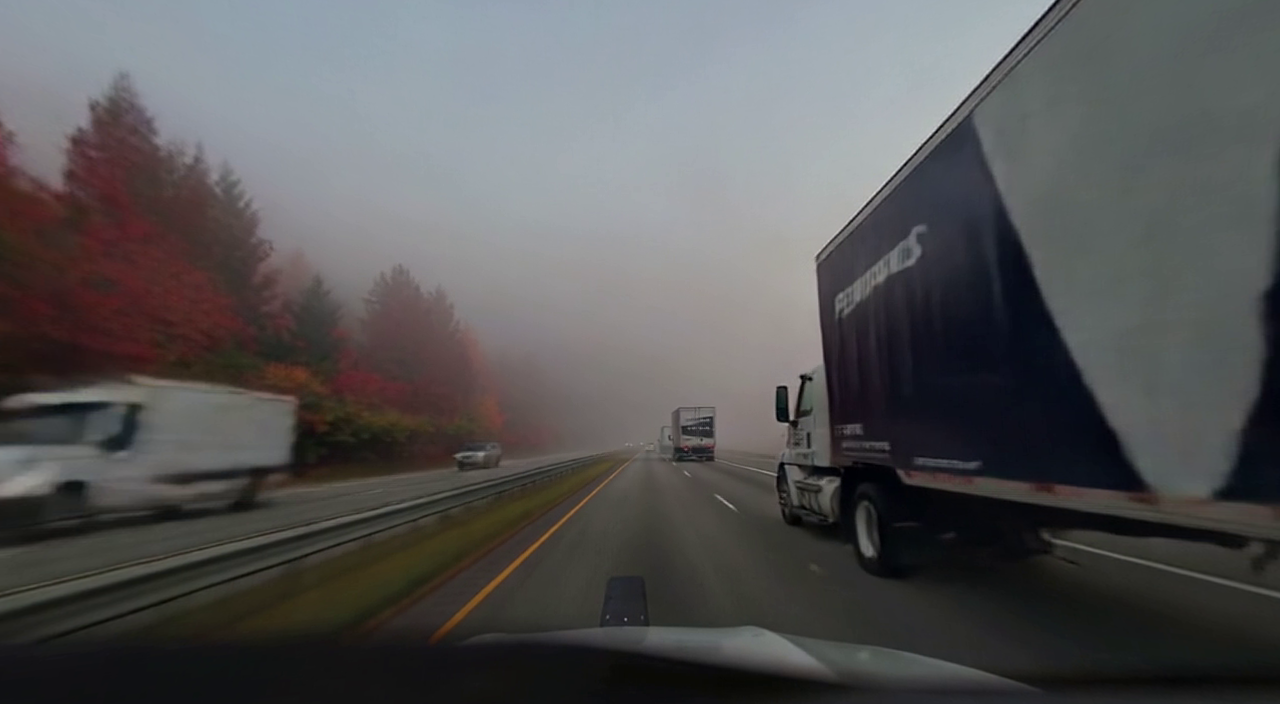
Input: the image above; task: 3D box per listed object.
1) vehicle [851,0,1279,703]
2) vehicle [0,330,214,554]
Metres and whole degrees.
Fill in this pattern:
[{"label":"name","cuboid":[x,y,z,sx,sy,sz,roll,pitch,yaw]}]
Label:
[{"label":"vehicle","cuboid":[4.004,-0.547,0.147,2.911,4.117,14.683,0,-8,0]},{"label":"vehicle","cuboid":[-11.362,1.561,10.879,2.698,3.465,7.279,0,-8,0]}]
